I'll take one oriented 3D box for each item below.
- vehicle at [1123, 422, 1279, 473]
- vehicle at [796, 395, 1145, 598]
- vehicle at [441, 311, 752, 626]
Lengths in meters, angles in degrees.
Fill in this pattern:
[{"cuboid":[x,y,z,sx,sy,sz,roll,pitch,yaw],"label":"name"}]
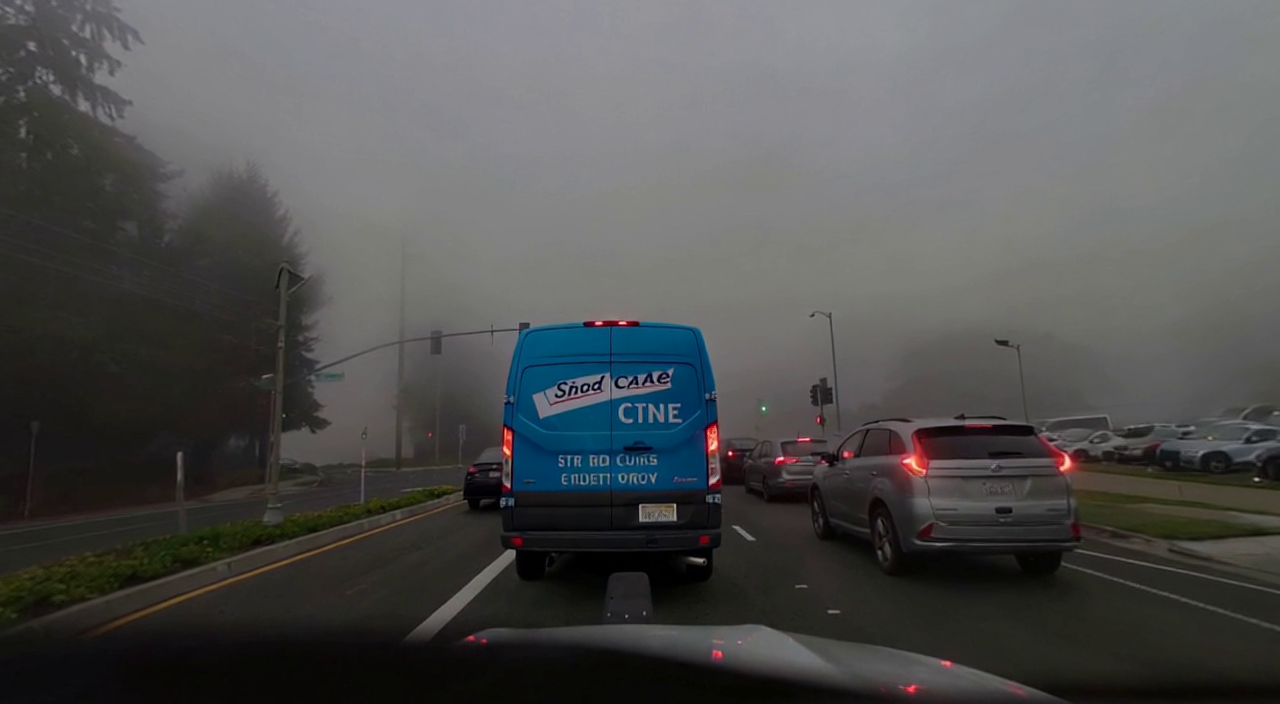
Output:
[{"cuboid":[17.193,2.889,19.140,3.491,1.443,1.837,0,-8,0],"label":"vehicle"},{"cuboid":[3.441,1.587,7.756,1.965,1.771,4.295,0,-8,0],"label":"vehicle"},{"cuboid":[-0.301,1.257,7.540,2.422,2.488,4.992,0,-8,1],"label":"vehicle"}]
